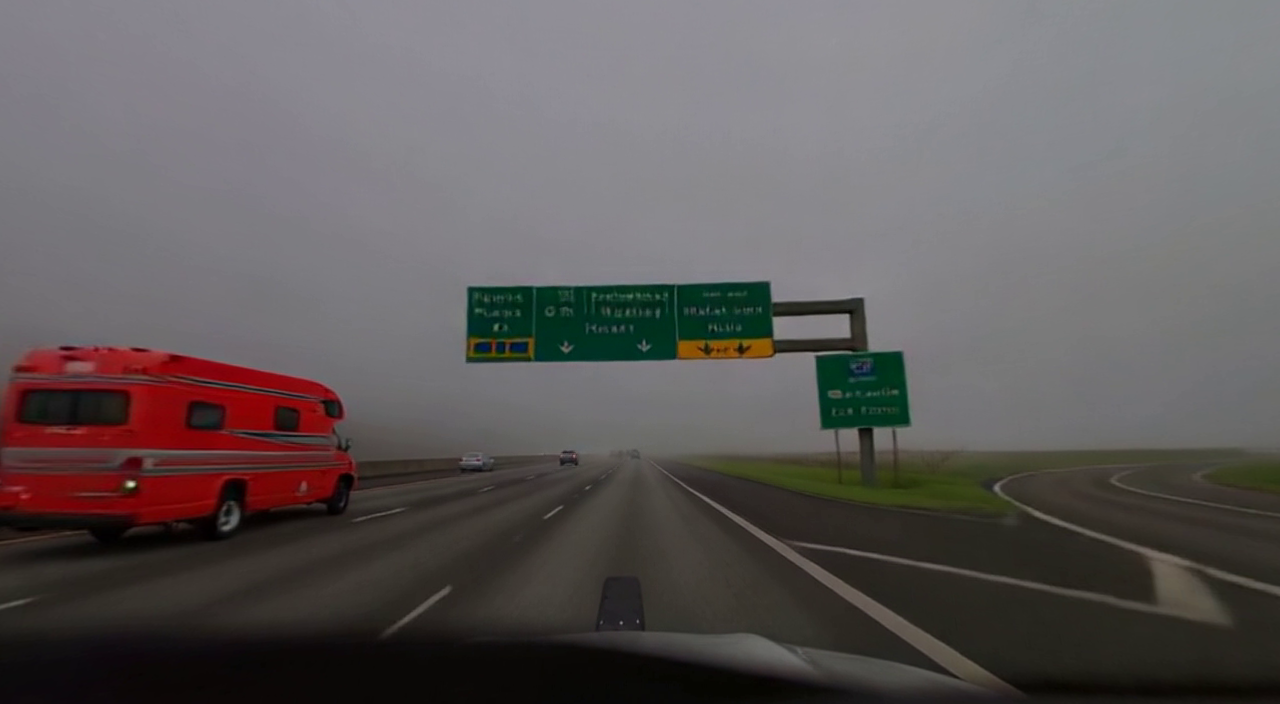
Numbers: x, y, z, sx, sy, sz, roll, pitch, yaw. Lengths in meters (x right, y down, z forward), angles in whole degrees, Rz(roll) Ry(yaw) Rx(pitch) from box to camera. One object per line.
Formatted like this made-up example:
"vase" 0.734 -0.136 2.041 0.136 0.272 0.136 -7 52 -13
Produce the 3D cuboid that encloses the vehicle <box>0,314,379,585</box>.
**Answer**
"vehicle" -7.376 1.580 10.582 2.747 2.934 7.411 0 -9 0

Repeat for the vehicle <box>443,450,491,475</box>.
"vehicle" -11.413 7.284 41.869 1.981 1.503 4.207 0 -9 1
